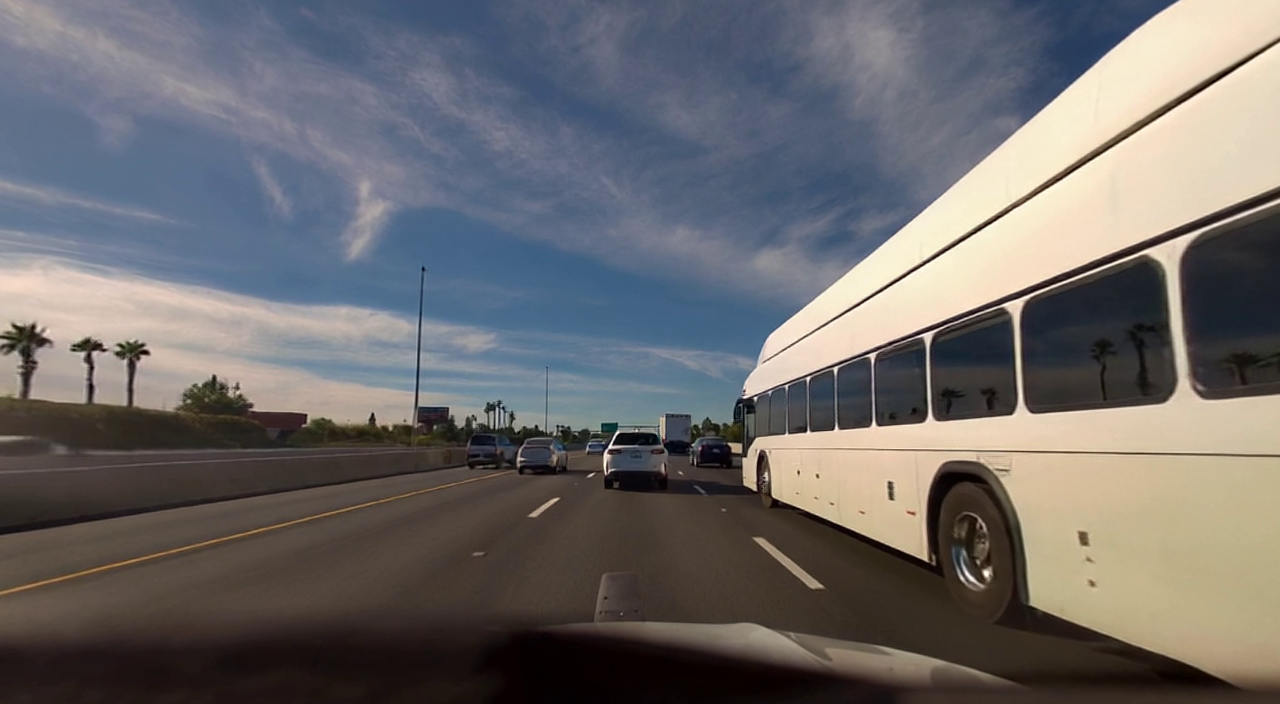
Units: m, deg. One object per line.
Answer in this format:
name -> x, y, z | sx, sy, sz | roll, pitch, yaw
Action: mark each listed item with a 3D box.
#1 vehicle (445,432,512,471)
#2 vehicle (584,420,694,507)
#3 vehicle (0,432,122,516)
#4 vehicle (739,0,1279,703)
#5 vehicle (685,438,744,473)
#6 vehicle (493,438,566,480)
vehicle -> -8.008, 5.000, 31.761 | 2.066, 1.779, 4.706 | 0, -9, 1
vehicle -> 0.015, 2.637, 15.244 | 2.268, 1.796, 4.280 | 0, -9, 1
vehicle -> -12.461, 2.215, 11.499 | 1.961, 1.493, 4.784 | 0, -9, -1
vehicle -> 3.954, 0.653, 8.256 | 3.020, 3.622, 14.302 | 0, -9, 0
vehicle -> 3.388, 4.838, 29.550 | 2.039, 1.516, 4.521 | 0, -9, -2
vehicle -> -4.404, 4.334, 25.828 | 2.040, 1.536, 4.680 | 0, -9, 1
